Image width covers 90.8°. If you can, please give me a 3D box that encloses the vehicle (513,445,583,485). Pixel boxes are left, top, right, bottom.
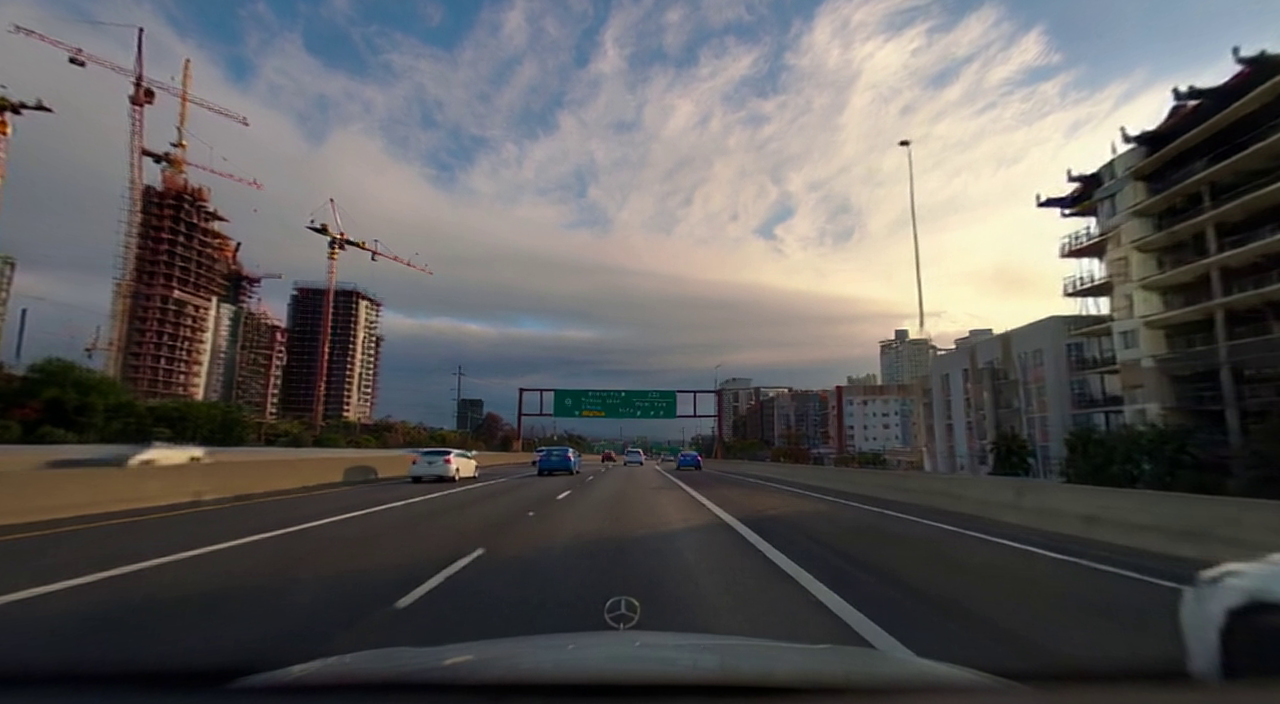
[{"bbox_3d":[-3.663,4.587,26.032,2.136,1.512,4.488,0,-8,1],"label":"vehicle"}]

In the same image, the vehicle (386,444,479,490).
[{"bbox_3d":[-7.529,4.178,23.401,1.951,1.528,4.209,0,-8,1],"label":"vehicle"}]

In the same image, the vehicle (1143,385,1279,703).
[{"bbox_3d":[3.234,0.611,0.468,1.995,1.486,4.463,0,-8,-1],"label":"vehicle"}]

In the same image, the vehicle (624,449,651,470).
[{"bbox_3d":[-0.159,8.317,49.143,2.019,1.472,3.971,0,-8,0],"label":"vehicle"}]

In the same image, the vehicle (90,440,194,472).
[{"bbox_3d":[-27.998,5.825,35.761,2.091,1.656,4.670,0,-8,0],"label":"vehicle"}]

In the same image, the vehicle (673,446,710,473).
[{"bbox_3d":[3.249,6.939,40.933,1.978,1.602,4.092,0,-8,-1],"label":"vehicle"}]
